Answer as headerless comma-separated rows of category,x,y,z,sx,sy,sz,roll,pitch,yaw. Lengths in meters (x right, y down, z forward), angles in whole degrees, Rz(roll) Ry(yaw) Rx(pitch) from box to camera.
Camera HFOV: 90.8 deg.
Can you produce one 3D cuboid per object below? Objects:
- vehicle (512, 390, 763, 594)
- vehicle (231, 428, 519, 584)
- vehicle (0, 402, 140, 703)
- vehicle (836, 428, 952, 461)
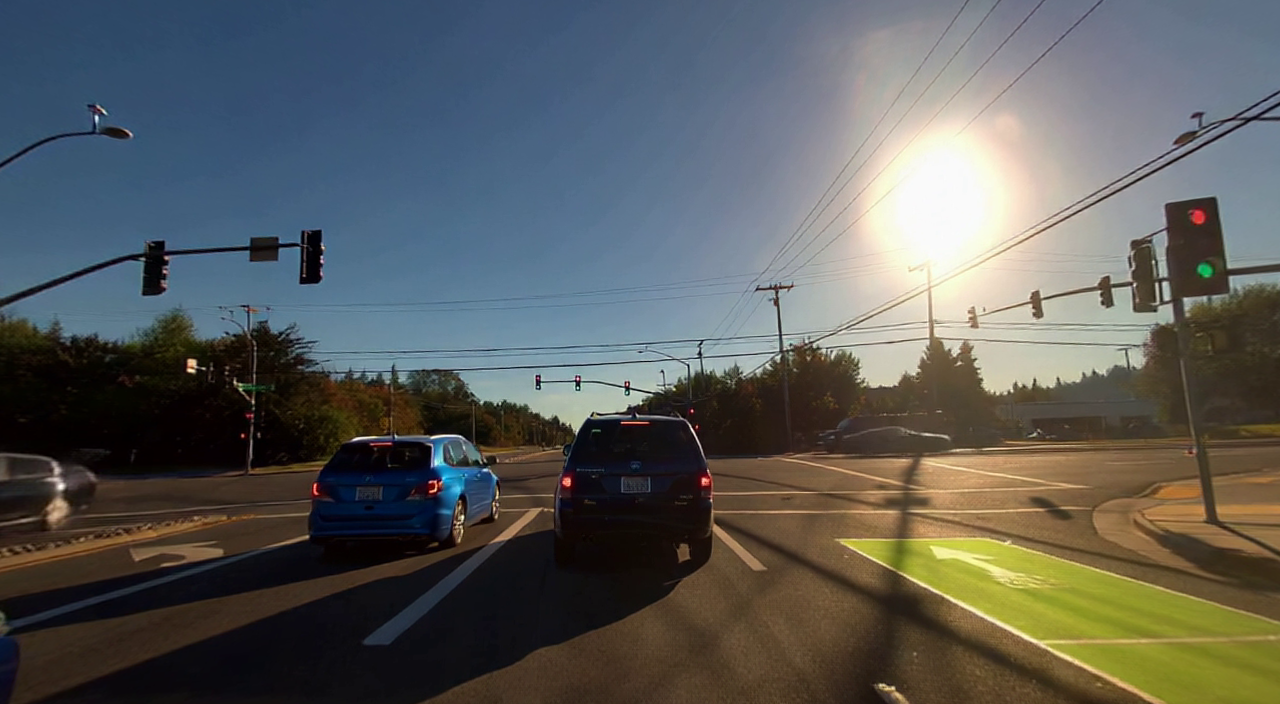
vehicle,-0.055,1.519,7.623,2.182,1.773,4.041,0,-8,-1
vehicle,-2.928,1.766,8.010,1.969,1.486,3.702,0,-8,1
vehicle,-3.348,0.658,0.442,1.928,1.488,4.936,0,-8,1
vehicle,11.748,4.294,29.299,4.715,1.438,2.023,-5,-10,29
